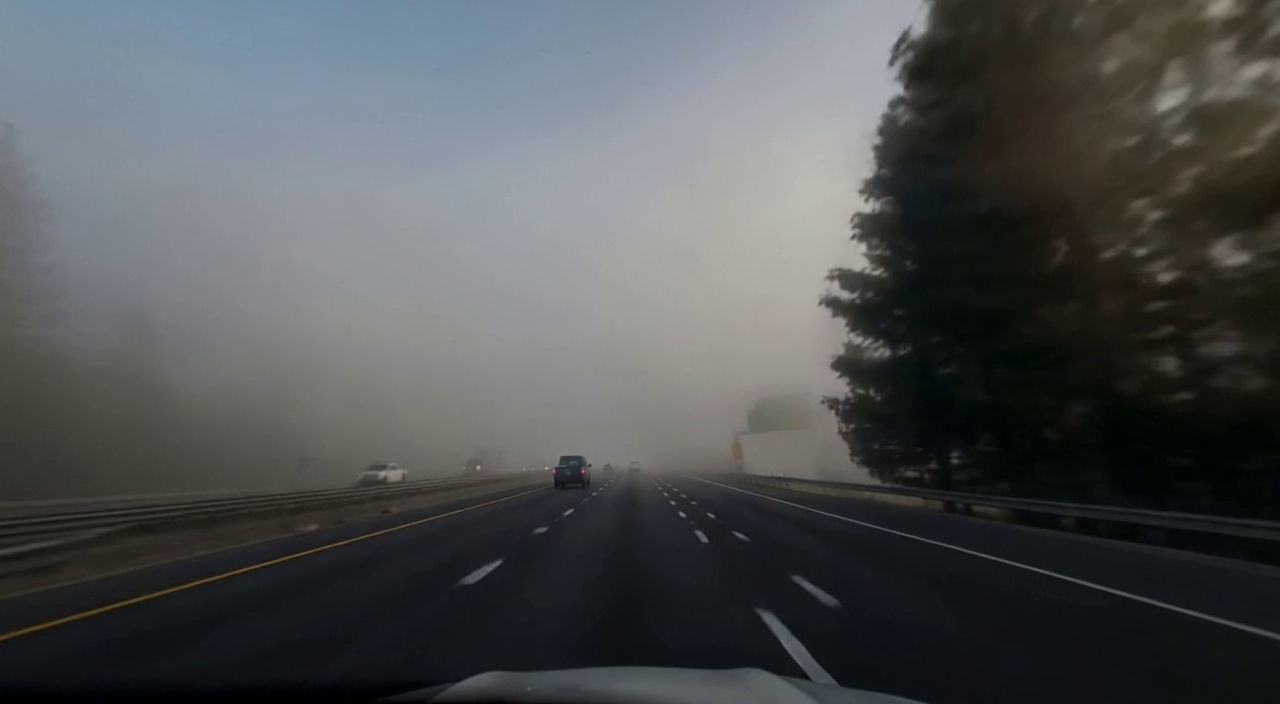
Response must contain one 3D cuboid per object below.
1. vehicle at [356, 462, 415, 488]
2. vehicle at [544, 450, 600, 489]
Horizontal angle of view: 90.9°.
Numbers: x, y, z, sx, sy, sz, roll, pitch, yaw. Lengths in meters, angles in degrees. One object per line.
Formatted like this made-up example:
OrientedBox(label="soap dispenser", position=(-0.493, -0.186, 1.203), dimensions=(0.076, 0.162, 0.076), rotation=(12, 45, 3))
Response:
OrientedBox(label="vehicle", position=(-15.654, 7.589, 38.972), dimensions=(1.841, 1.497, 4.052), rotation=(0, -10, 1))
OrientedBox(label="vehicle", position=(-3.506, 6.220, 33.381), dimensions=(2.390, 1.879, 4.423), rotation=(1, -10, 1))
